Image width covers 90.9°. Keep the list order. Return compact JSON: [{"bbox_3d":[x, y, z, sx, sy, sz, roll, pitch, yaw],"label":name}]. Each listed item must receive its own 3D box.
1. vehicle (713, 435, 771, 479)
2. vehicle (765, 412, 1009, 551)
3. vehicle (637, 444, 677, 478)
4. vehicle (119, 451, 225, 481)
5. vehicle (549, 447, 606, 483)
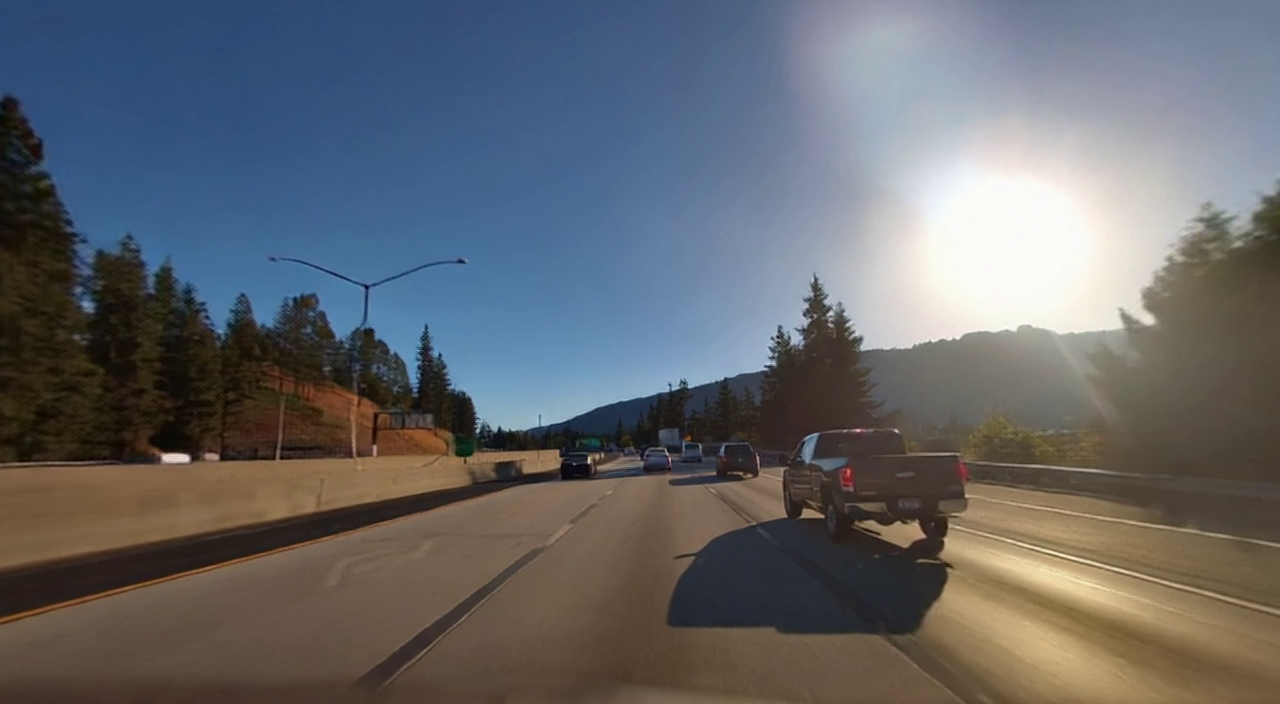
[{"bbox_3d":[4.866,5.107,30.863,2.057,1.958,4.495,0,-8,0],"label":"vehicle"},{"bbox_3d":[3.857,2.144,11.245,2.229,1.837,5.387,-1,-8,1],"label":"vehicle"},{"bbox_3d":[0.866,5.693,33.219,1.959,1.604,4.065,-1,-8,1],"label":"vehicle"},{"bbox_3d":[-27.859,6.786,37.855,2.172,1.609,5.420,-1,-8,1],"label":"vehicle"},{"bbox_3d":[-2.923,5.393,30.406,2.109,1.530,4.646,-1,-8,2],"label":"vehicle"}]
